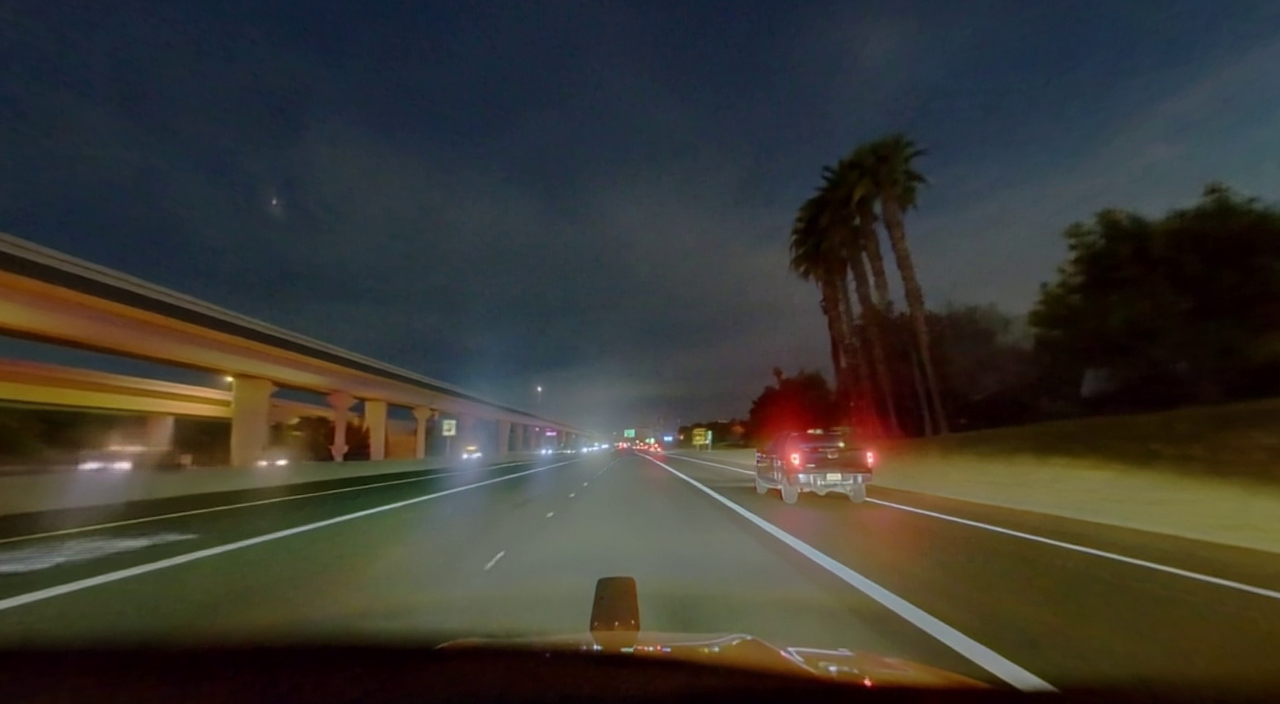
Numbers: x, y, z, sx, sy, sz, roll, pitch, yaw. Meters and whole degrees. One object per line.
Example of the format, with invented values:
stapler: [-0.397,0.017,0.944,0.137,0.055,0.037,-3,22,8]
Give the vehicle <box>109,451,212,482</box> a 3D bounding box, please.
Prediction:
vehicle: [-24.981,5.956,33.157,2.009,1.492,4.290,0,-8,0]

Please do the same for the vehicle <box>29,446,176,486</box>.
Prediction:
vehicle: [-29.062,6.117,34.597,2.347,1.950,6.611,0,-8,-1]
